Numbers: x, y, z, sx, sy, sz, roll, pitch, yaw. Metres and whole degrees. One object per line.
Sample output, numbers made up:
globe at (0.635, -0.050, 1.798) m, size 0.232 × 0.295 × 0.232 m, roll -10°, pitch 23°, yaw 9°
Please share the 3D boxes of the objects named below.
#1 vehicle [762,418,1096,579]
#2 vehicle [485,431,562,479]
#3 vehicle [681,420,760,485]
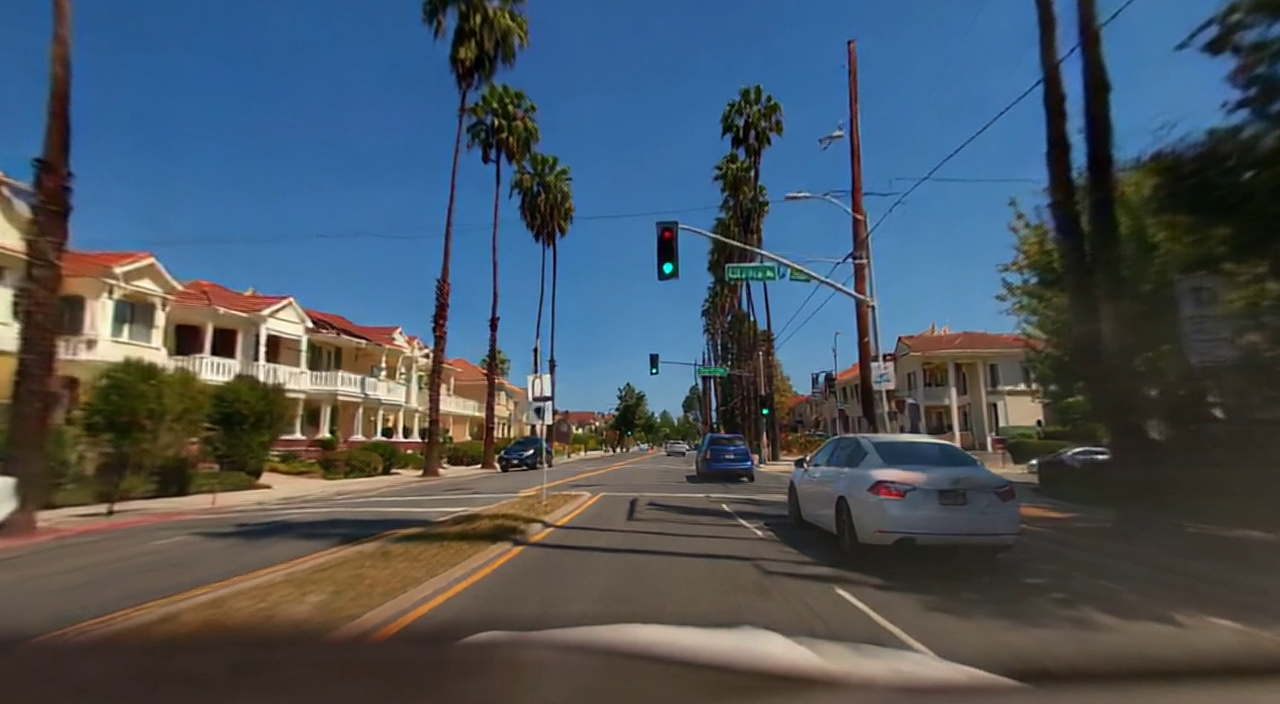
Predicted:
vehicle at (3.315, 1.787, 8.543) m, size 2.096 × 1.552 × 4.519 m, roll 0°, pitch -9°, yaw -4°
vehicle at (-5.213, 4.655, 28.942) m, size 2.069 × 1.820 × 4.388 m, roll -4°, pitch -6°, yaw 9°
vehicle at (2.660, 3.486, 22.030) m, size 2.109 × 2.002 × 4.424 m, roll 0°, pitch -9°, yaw -1°
